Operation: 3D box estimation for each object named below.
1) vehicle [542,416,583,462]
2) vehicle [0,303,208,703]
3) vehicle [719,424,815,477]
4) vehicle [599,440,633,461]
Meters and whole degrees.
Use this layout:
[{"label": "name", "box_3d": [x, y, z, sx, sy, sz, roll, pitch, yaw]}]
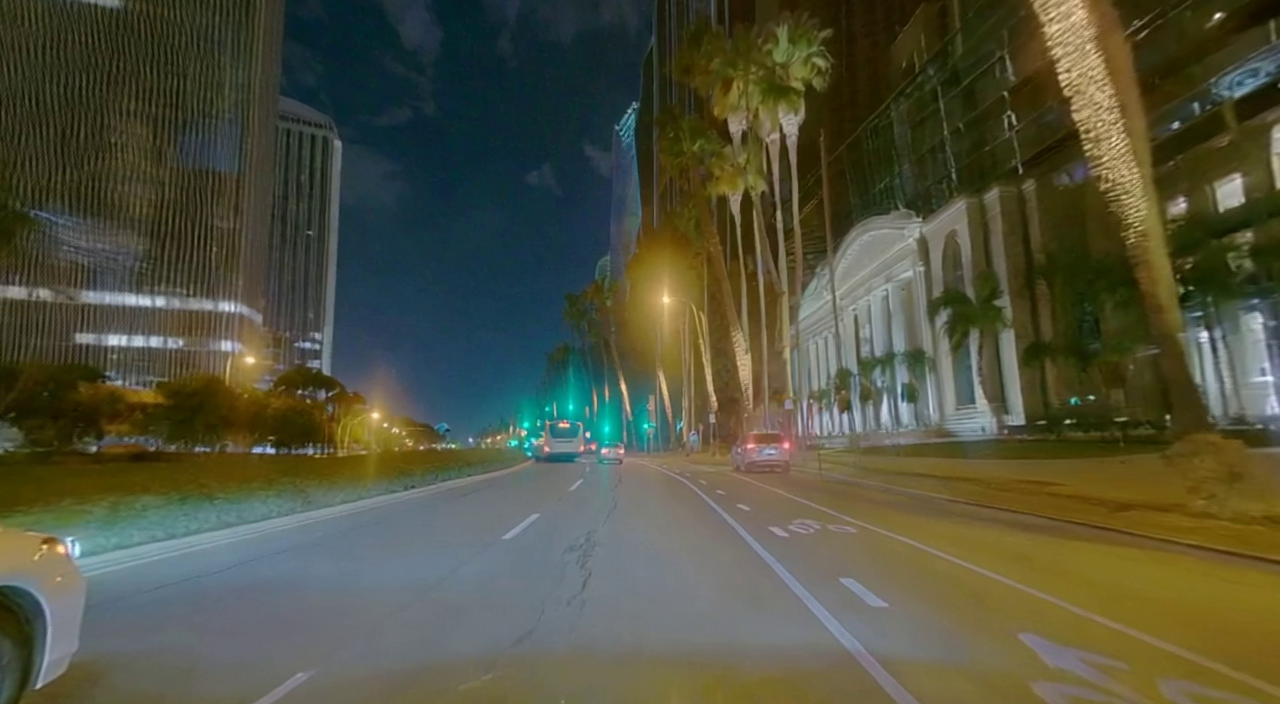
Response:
[{"label": "vehicle", "box_3d": [-5.772, 6.557, 47.244, 2.678, 3.042, 8.474, 2, -9, -6]}, {"label": "vehicle", "box_3d": [-3.606, 0.543, 1.254, 2.120, 1.826, 4.737, 0, -8, 0]}, {"label": "vehicle", "box_3d": [4.869, 3.905, 25.145, 2.212, 1.854, 5.419, 1, -8, -6]}, {"label": "vehicle", "box_3d": [-1.794, 7.152, 45.889, 2.107, 1.481, 4.097, 1, -8, -8]}]
